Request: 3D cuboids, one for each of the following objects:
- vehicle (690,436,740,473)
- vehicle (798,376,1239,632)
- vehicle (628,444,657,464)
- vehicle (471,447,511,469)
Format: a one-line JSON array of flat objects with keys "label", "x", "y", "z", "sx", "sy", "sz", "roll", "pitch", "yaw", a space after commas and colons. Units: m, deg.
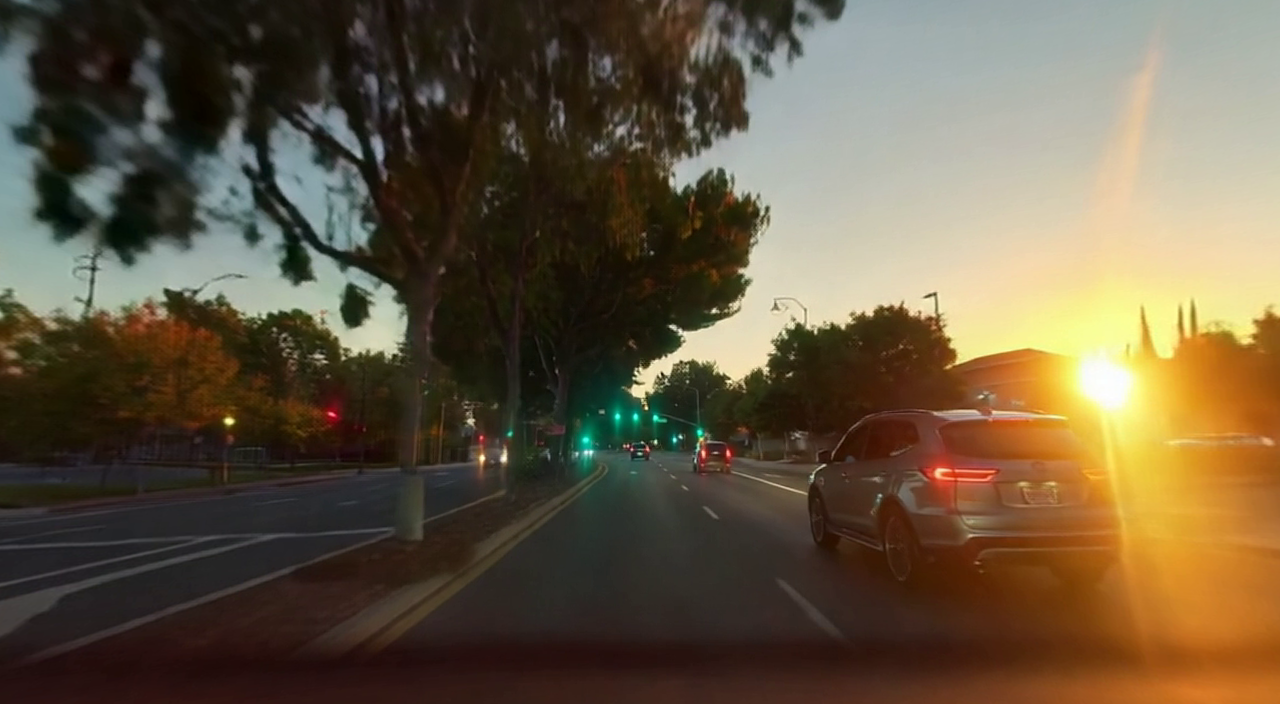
[{"label": "vehicle", "x": 3.903, "y": 5.453, "z": 33.710, "sx": 2.085, "sy": 1.828, "sz": 5.383, "roll": 0, "pitch": -8, "yaw": 1}, {"label": "vehicle", "x": 3.321, "y": 1.427, "z": 6.848, "sx": 2.033, "sy": 1.865, "sz": 4.360, "roll": 0, "pitch": -8, "yaw": 0}, {"label": "vehicle", "x": 0.200, "y": 7.794, "z": 48.386, "sx": 2.131, "sy": 1.474, "sz": 4.146, "roll": 0, "pitch": -8, "yaw": 0}, {"label": "vehicle", "x": -10.700, "y": 7.653, "z": 45.486, "sx": 1.932, "sy": 1.483, "sz": 4.246, "roll": 0, "pitch": -8, "yaw": -2}]
